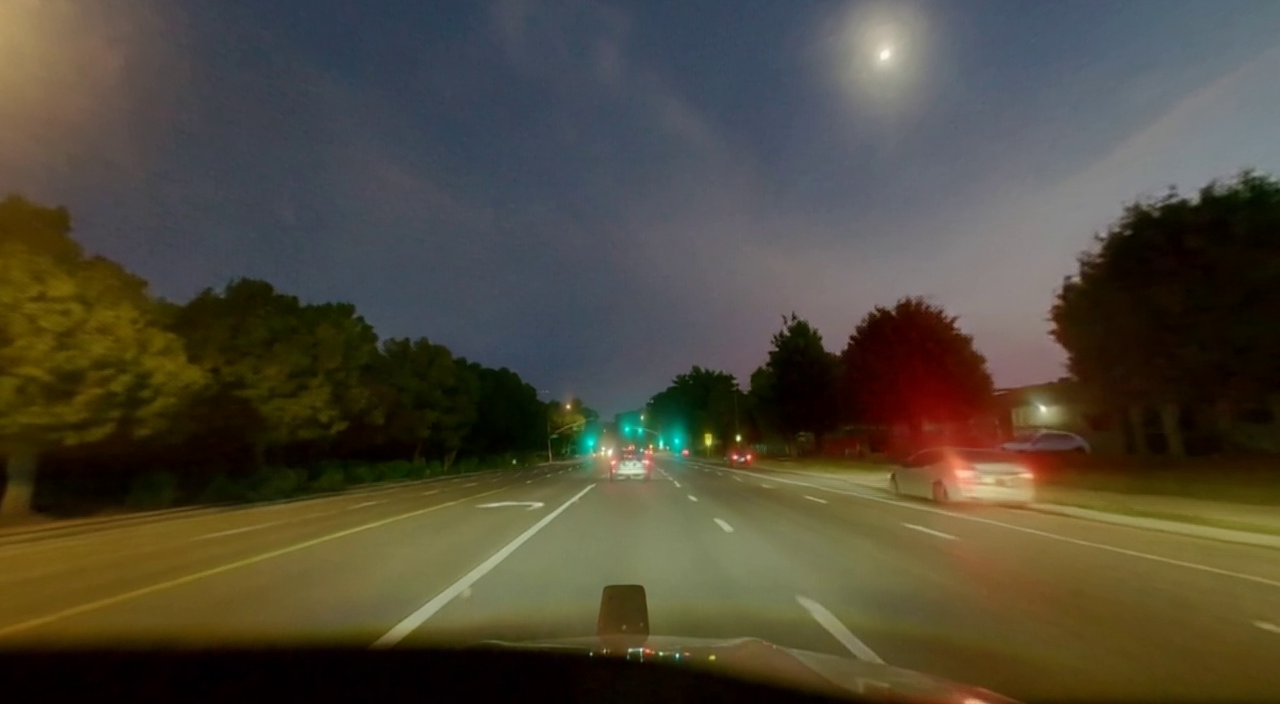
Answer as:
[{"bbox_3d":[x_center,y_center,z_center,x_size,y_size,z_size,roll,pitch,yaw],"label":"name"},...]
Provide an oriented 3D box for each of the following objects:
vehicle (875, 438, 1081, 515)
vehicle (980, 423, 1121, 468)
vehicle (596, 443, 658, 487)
[{"bbox_3d":[7.558,2.814,14.846,2.131,1.474,4.752,0,-9,-1],"label":"vehicle"},{"bbox_3d":[17.652,4.008,27.183,5.100,1.770,2.269,2,-9,-18],"label":"vehicle"},{"bbox_3d":[-0.467,4.188,23.640,2.099,1.470,4.302,0,-9,0],"label":"vehicle"}]
